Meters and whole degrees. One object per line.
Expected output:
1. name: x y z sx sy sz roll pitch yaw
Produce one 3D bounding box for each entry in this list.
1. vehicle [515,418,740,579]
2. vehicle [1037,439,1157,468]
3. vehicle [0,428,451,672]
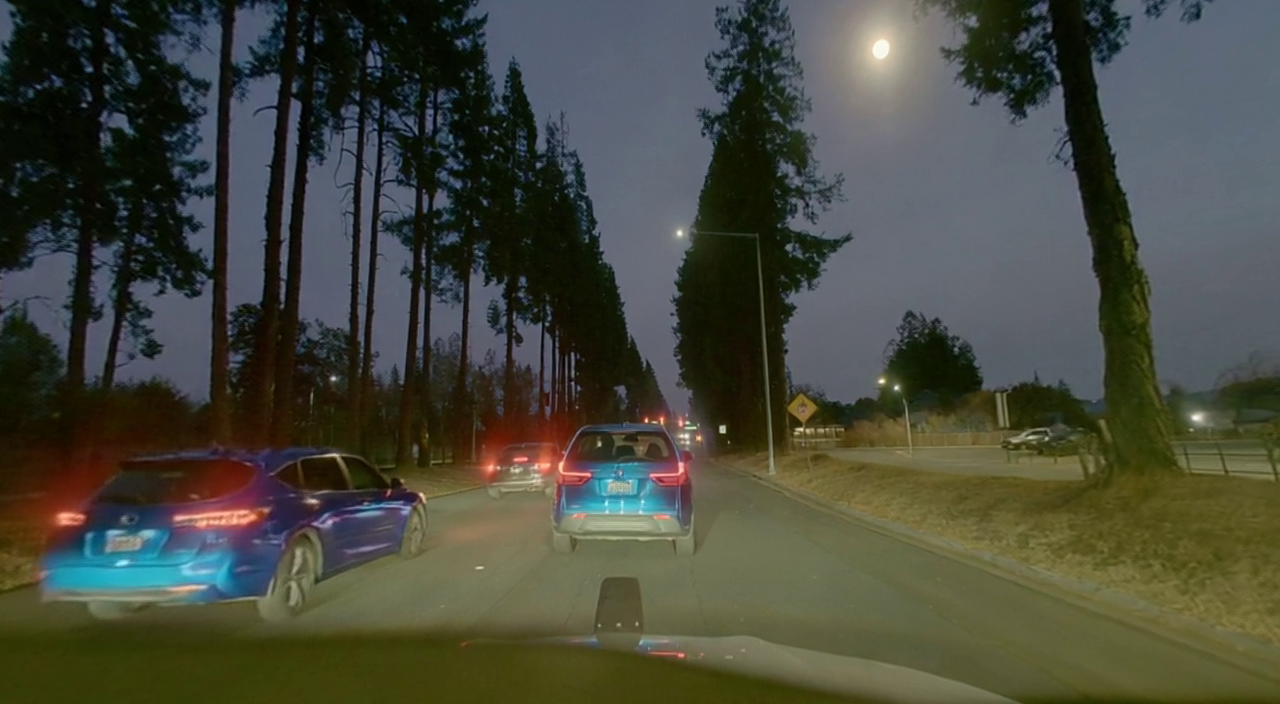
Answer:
1. vehicle: -0.104 1.751 8.307 2.229 1.591 3.897 0 -8 1
2. vehicle: 28.375 6.301 39.315 5.955 1.702 2.166 1 -8 -6
3. vehicle: -3.568 1.539 6.149 1.922 1.464 4.424 0 -8 2
